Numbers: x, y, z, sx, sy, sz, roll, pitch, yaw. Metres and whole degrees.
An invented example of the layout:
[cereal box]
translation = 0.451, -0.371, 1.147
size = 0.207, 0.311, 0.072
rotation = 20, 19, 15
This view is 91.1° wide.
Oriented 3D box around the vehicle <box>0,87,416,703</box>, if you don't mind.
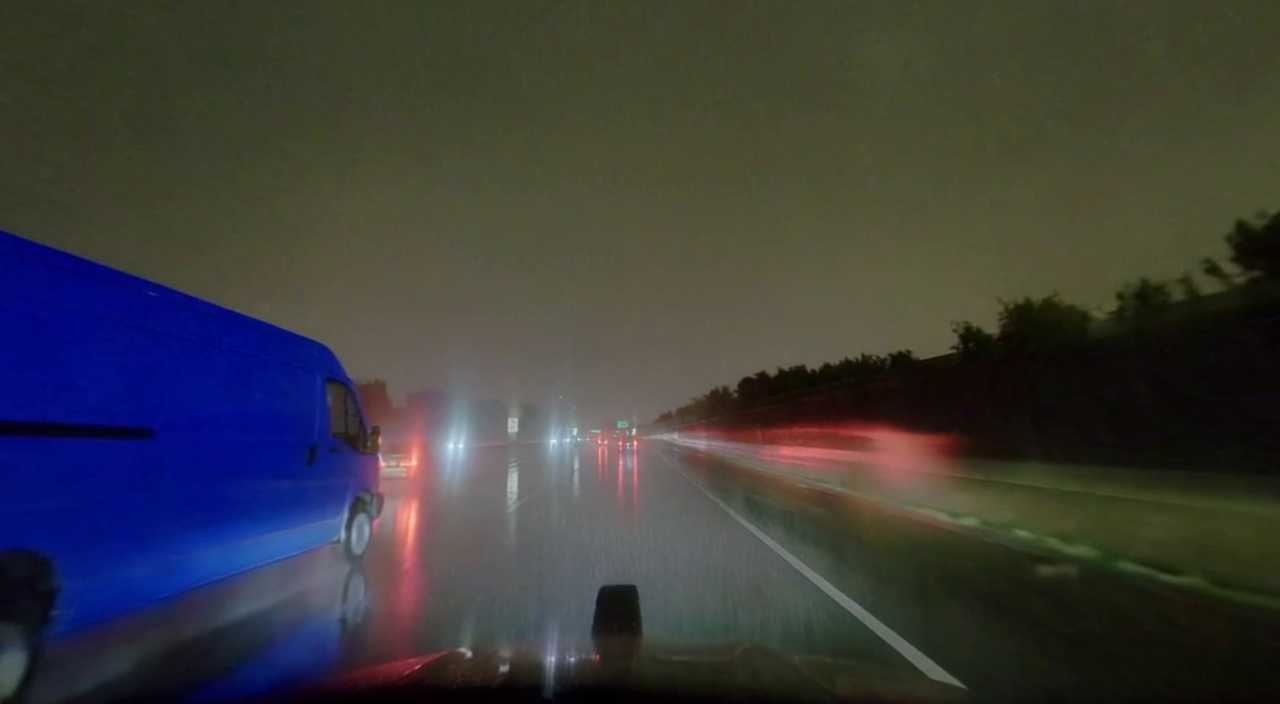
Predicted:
[vehicle]
translation = -3.998, 0.434, 4.060
size = 2.428, 2.782, 7.330
rotation = 0, -8, 0
